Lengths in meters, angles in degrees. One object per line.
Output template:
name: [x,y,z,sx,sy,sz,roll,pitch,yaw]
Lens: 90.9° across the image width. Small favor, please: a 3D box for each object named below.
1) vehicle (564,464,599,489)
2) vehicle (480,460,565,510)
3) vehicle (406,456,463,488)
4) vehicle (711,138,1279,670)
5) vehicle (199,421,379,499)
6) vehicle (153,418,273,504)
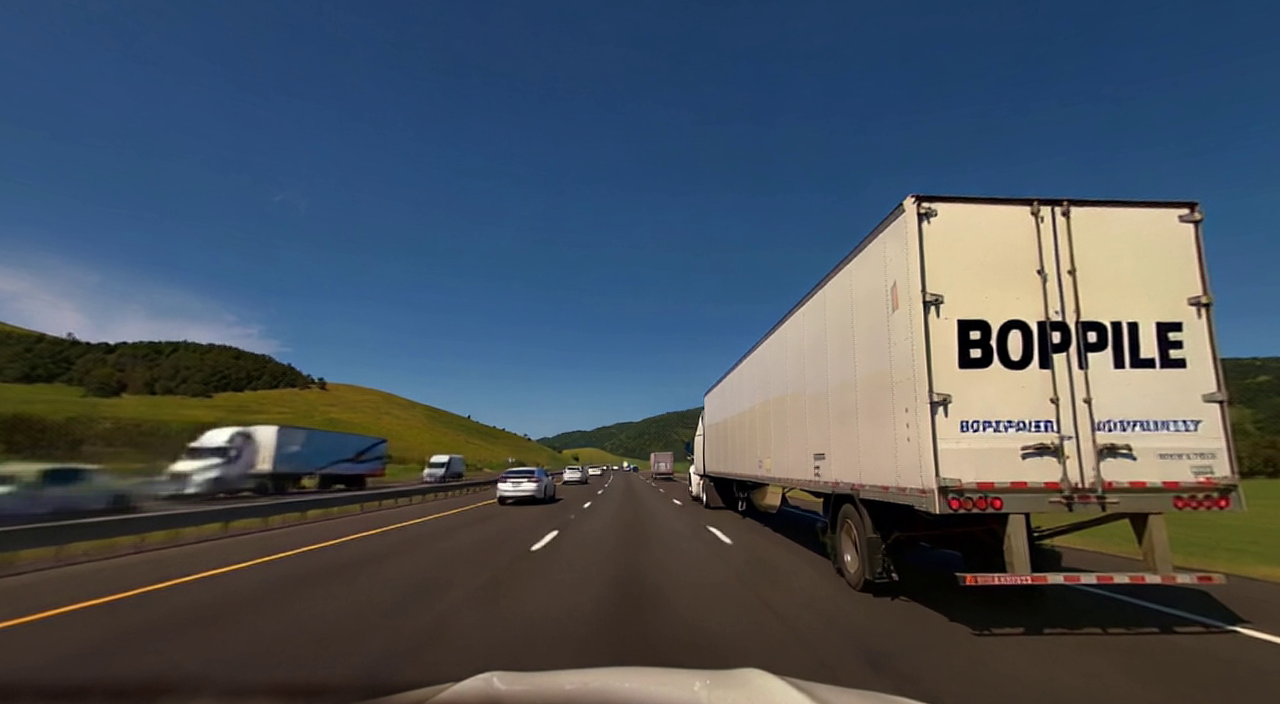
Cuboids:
vehicle: [-4.114,8.906,45.174,2.063,1.671,4.197,1,-11,0]
vehicle: [-4.071,4.733,22.737,2.088,1.566,4.853,1,-11,0]
vehicle: [-16.042,9.446,49.586,2.306,2.274,6.398,1,-11,0]
vehicle: [3.698,1.543,11.742,2.839,4.062,14.051,1,-11,-1]
vehicle: [-19.969,6.557,37.684,2.843,3.696,13.964,1,-11,-1]
vehicle: [-19.801,5.090,29.494,2.859,3.706,3.474,1,-11,-1]
